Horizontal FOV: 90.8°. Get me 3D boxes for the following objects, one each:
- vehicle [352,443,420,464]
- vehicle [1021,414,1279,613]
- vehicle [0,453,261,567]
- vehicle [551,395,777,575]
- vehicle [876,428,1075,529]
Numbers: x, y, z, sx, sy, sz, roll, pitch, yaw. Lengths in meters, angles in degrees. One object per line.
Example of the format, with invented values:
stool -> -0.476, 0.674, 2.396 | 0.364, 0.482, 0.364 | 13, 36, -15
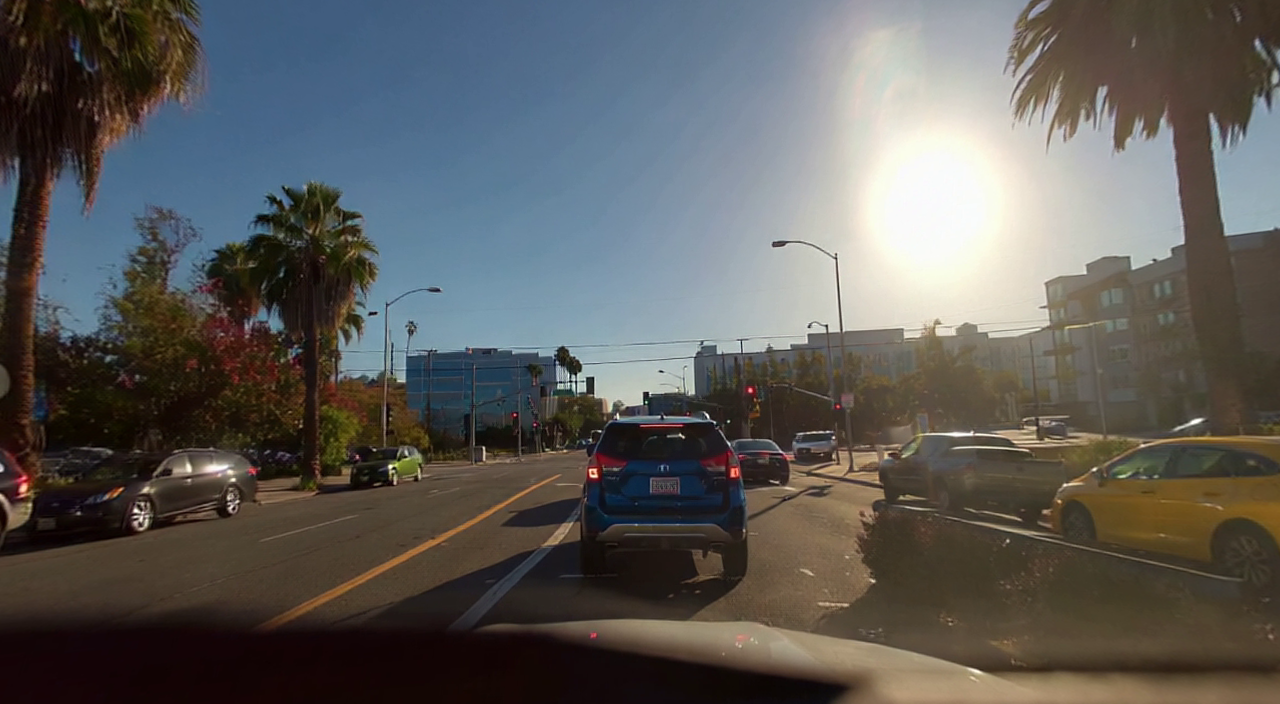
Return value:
vehicle -> -18.724, 7.486, 46.653 | 1.759, 1.457, 4.297 | -7, -11, 39
vehicle -> 6.440, 1.602, 6.937 | 1.935, 1.672, 4.139 | 0, -8, 1
vehicle -> -9.576, 2.793, 11.900 | 2.054, 1.467, 4.595 | -3, -7, 0
vehicle -> 0.260, 1.656, 8.563 | 2.264, 1.798, 4.258 | 0, -8, 1
vehicle -> 6.667, 2.529, 13.244 | 1.930, 1.736, 4.329 | -1, -8, 3
